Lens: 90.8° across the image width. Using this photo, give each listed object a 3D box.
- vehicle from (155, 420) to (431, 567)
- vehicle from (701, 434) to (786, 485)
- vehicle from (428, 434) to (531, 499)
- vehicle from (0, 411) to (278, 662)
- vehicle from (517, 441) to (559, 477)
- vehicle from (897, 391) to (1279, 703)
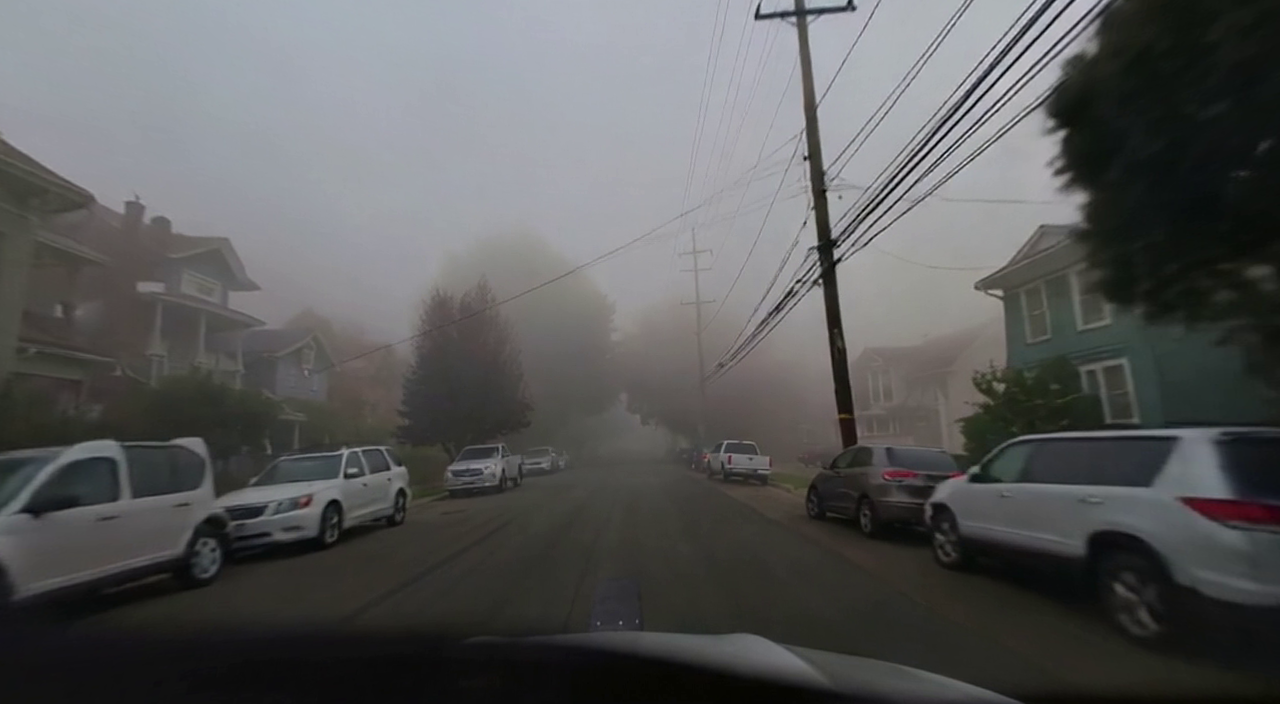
[{"bbox_3d":[-5.422,2.227,10.929,1.955,1.844,5.109,-2,-8,-1],"label":"vehicle"},{"bbox_3d":[4.044,4.349,25.859,2.279,1.848,5.577,1,-9,-3],"label":"vehicle"},{"bbox_3d":[-5.544,3.983,22.686,2.285,1.895,5.883,-2,-8,-1],"label":"vehicle"},{"bbox_3d":[-5.389,1.512,5.685,1.873,1.709,4.206,-3,-8,-1],"label":"vehicle"},{"bbox_3d":[-5.869,6.154,36.764,2.046,1.825,4.627,-2,-8,-6],"label":"vehicle"},{"bbox_3d":[4.196,1.364,5.562,1.979,1.620,4.684,0,-9,1],"label":"vehicle"}]
